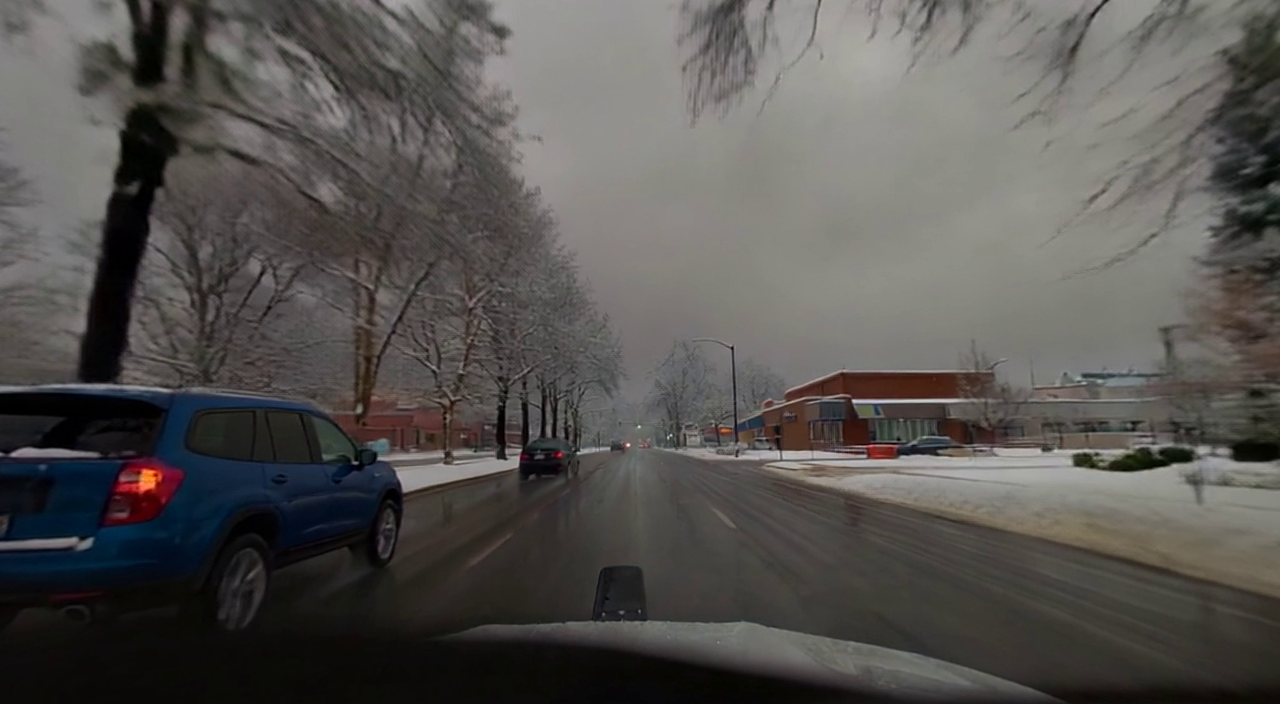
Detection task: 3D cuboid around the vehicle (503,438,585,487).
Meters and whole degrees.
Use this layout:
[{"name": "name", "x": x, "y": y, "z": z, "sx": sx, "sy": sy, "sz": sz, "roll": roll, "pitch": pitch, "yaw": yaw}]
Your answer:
[{"name": "vehicle", "x": -3.139, "y": 3.729, "z": 21.644, "sx": 2.069, "sy": 1.470, "sz": 4.601, "roll": 0, "pitch": -8, "yaw": 1}]

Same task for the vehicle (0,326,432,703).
[{"name": "vehicle", "x": -3.415, "y": 1.090, "z": 5.041, "sx": 2.042, "sy": 1.817, "sz": 4.364, "roll": 0, "pitch": -8, "yaw": -1}]
